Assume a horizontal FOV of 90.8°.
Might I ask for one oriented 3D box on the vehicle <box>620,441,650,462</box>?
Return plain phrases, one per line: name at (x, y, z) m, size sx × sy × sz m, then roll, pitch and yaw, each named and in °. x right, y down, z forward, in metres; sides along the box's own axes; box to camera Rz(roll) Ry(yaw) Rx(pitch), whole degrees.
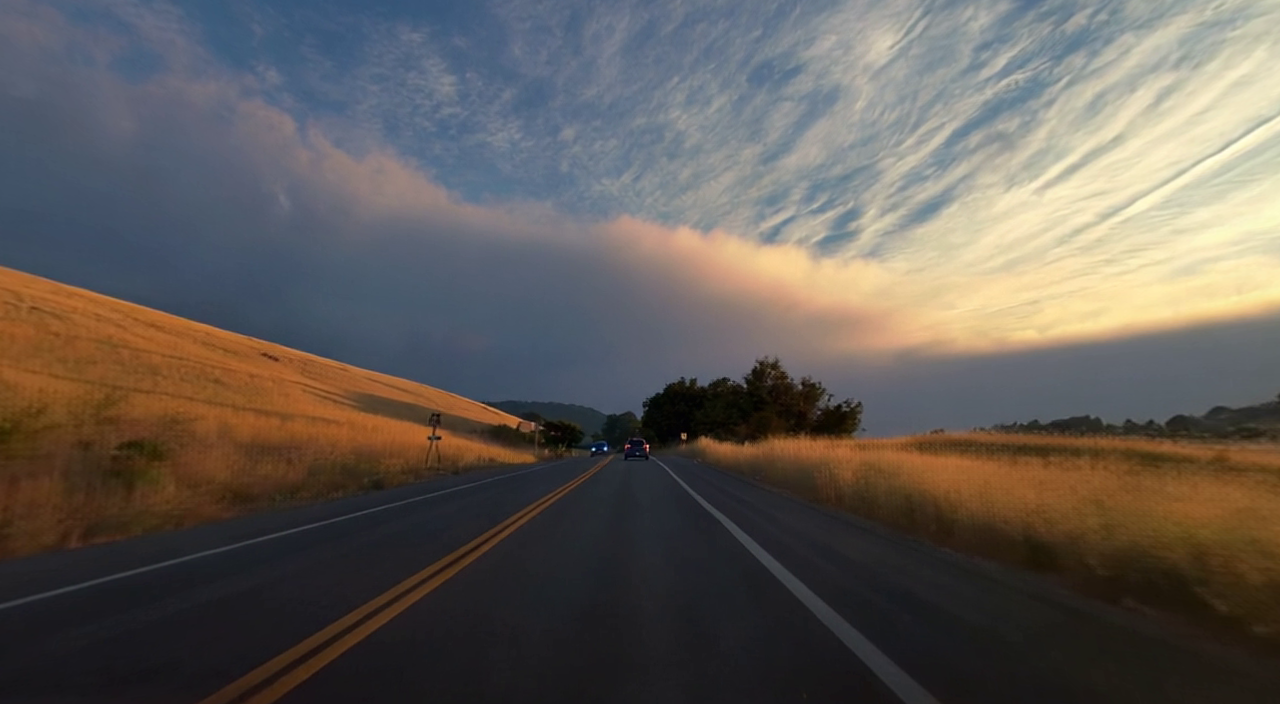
vehicle at (-0.370, 7.352, 46.876) m, size 2.186 × 1.486 × 3.861 m, roll 0°, pitch -9°, yaw -1°
